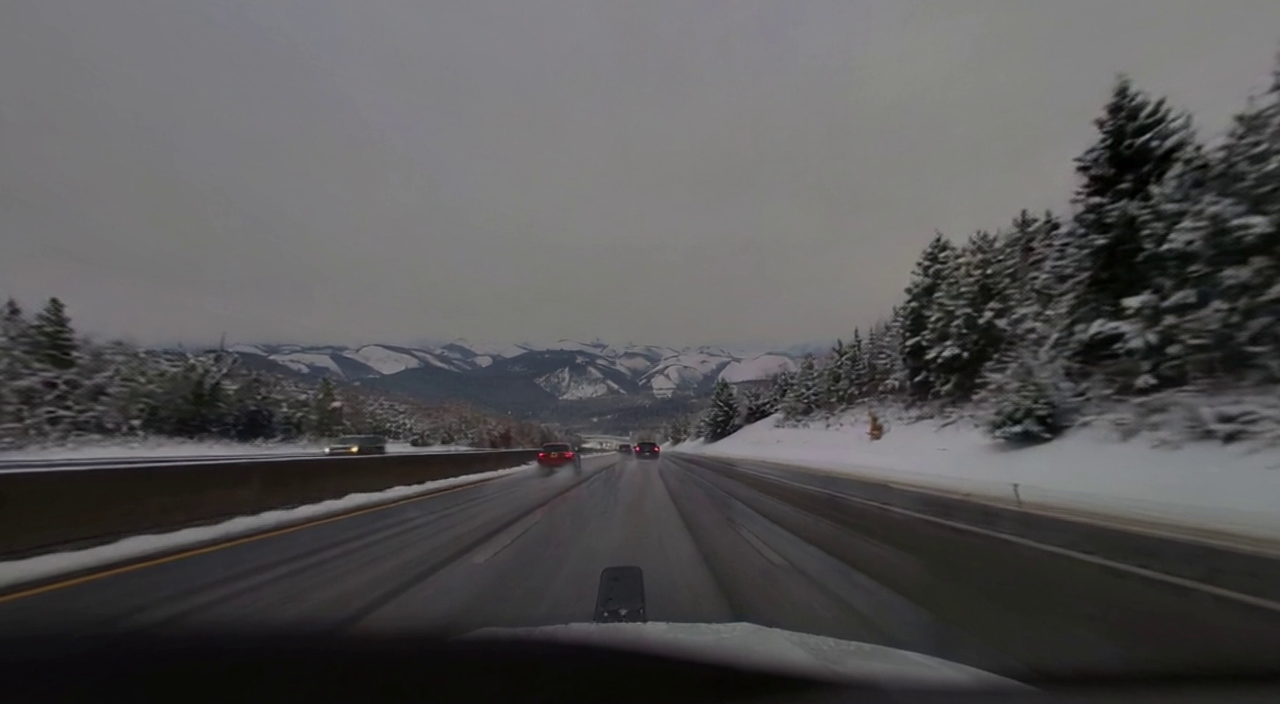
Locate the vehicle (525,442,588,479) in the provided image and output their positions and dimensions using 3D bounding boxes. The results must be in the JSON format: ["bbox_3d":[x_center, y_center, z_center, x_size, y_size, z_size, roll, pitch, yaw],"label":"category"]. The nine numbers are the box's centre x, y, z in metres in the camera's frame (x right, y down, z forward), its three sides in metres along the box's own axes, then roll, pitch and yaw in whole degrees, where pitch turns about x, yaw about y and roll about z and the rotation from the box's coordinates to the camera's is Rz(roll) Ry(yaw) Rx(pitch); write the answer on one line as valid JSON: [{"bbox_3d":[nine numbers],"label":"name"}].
[{"bbox_3d":[-3.578,4.707,27.588,2.082,1.485,4.237,0,-8,2],"label":"vehicle"}]

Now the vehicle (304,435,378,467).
[{"bbox_3d":[-21.539,7.151,45.546,2.360,2.168,5.853,0,-8,1],"label":"vehicle"}]

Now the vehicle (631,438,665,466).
[{"bbox_3d":[0.489,6.896,43.405,2.272,1.836,4.866,0,-8,-1],"label":"vehicle"}]
